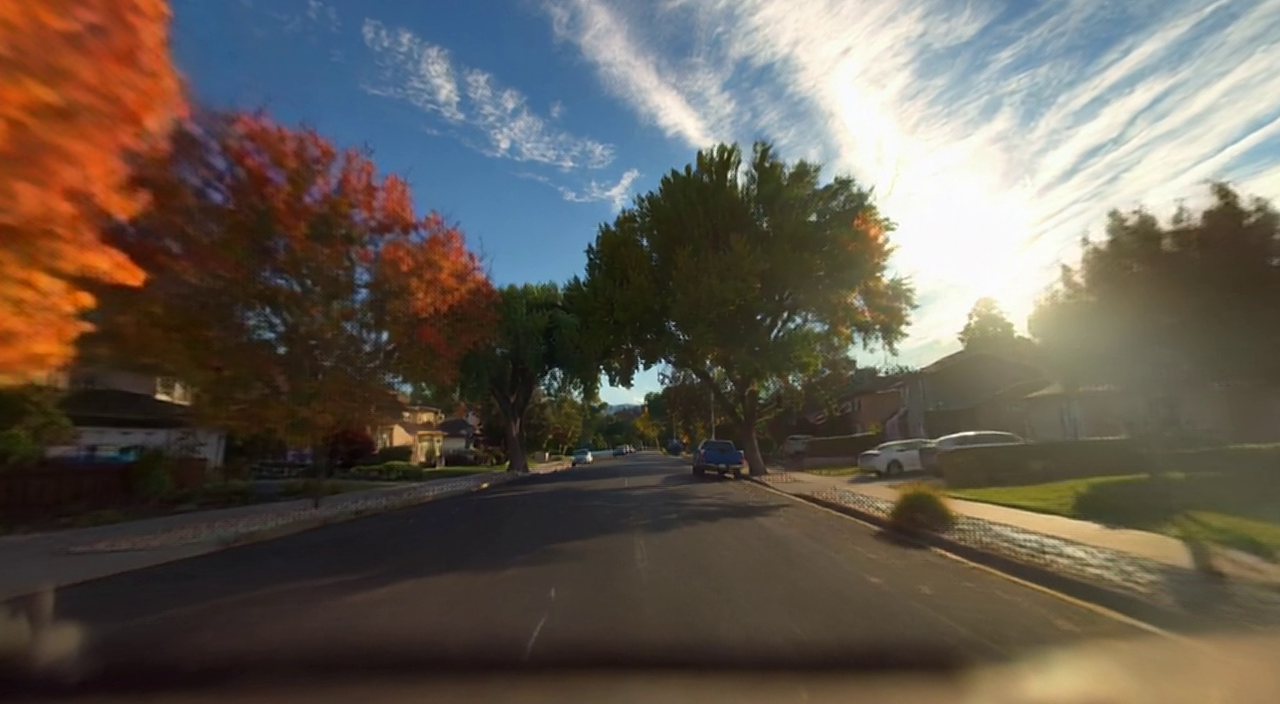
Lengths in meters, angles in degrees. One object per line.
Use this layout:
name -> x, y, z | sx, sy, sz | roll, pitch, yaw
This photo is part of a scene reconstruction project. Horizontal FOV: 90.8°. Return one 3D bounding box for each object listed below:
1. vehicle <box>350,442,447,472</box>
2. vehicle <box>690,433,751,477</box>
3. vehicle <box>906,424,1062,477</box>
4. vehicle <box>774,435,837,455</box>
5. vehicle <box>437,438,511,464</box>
vehicle -> -12.520, 5.468, 32.892 | 4.225, 1.498, 1.917 | 0, -8, 2
vehicle -> 3.908, 5.135, 31.809 | 2.313, 1.962, 6.029 | 0, -8, 1
vehicle -> 11.663, 3.351, 21.695 | 4.069, 1.680, 2.156 | 0, -7, 3
vehicle -> 12.917, 7.307, 49.602 | 4.486, 1.579, 1.880 | -1, -9, 5
vehicle -> -12.220, 7.311, 46.604 | 4.807, 1.846, 2.024 | -1, -9, 4
